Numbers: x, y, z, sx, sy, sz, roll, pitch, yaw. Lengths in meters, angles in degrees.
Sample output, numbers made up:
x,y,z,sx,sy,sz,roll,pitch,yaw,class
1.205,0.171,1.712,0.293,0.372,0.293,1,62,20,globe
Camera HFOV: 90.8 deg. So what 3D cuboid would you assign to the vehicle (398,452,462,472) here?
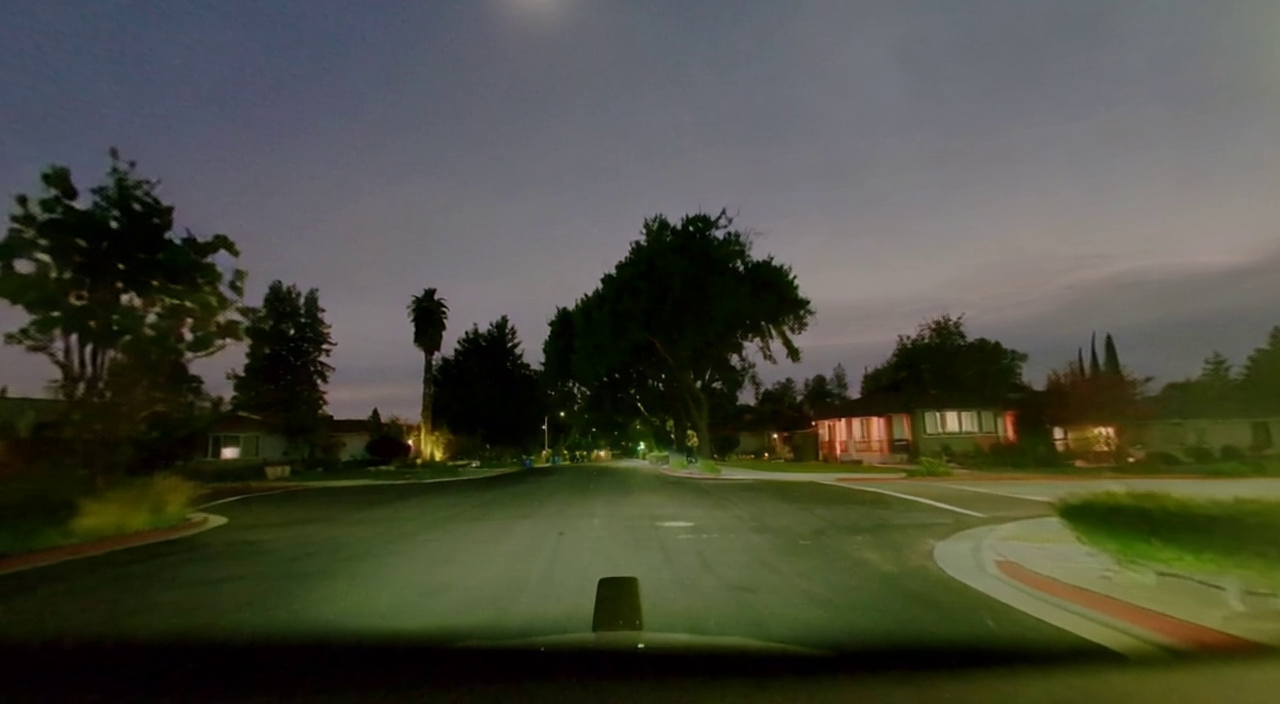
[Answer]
x,y,z,sx,sy,sz,roll,pitch,yaw,class
-16.559,8.656,49.967,4.358,1.516,2.077,1,-9,-4,vehicle
